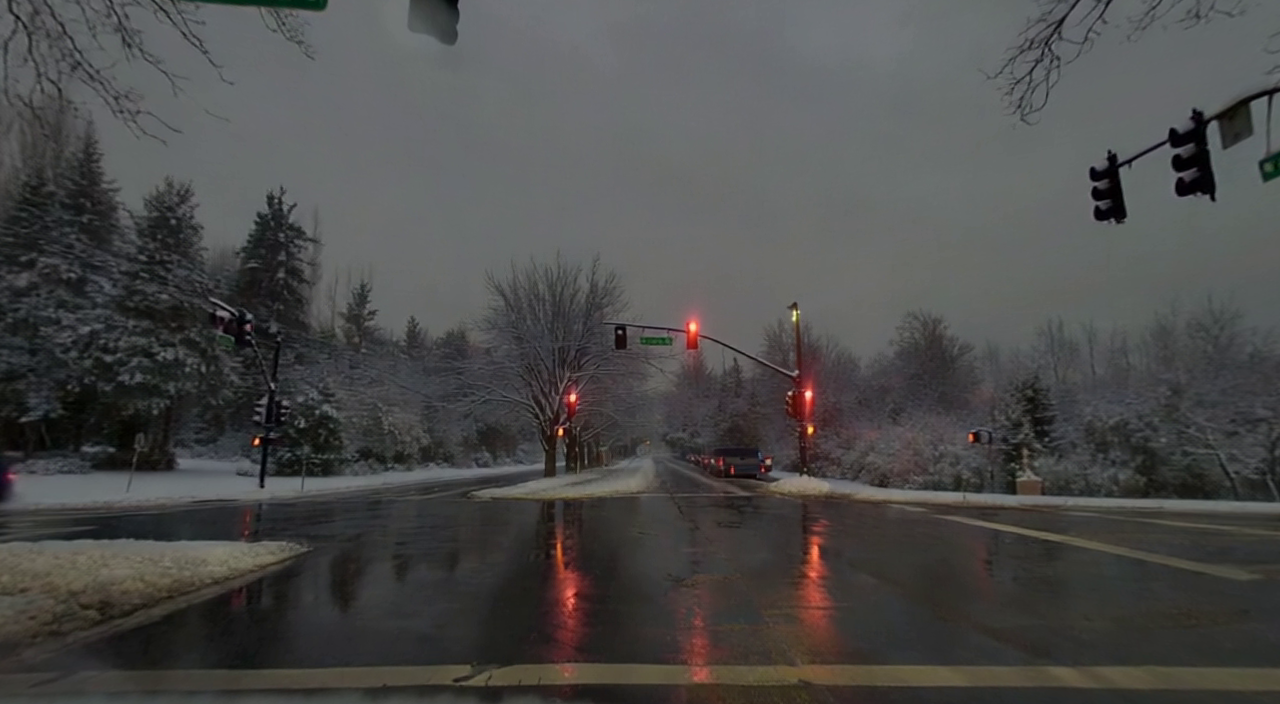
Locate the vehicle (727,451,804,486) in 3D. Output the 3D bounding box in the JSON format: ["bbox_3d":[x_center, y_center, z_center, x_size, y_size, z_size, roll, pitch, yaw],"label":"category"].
[{"bbox_3d":[8.824,8.254,45.449,2.771,2.214,7.159,2,-9,-12],"label":"vehicle"}]
